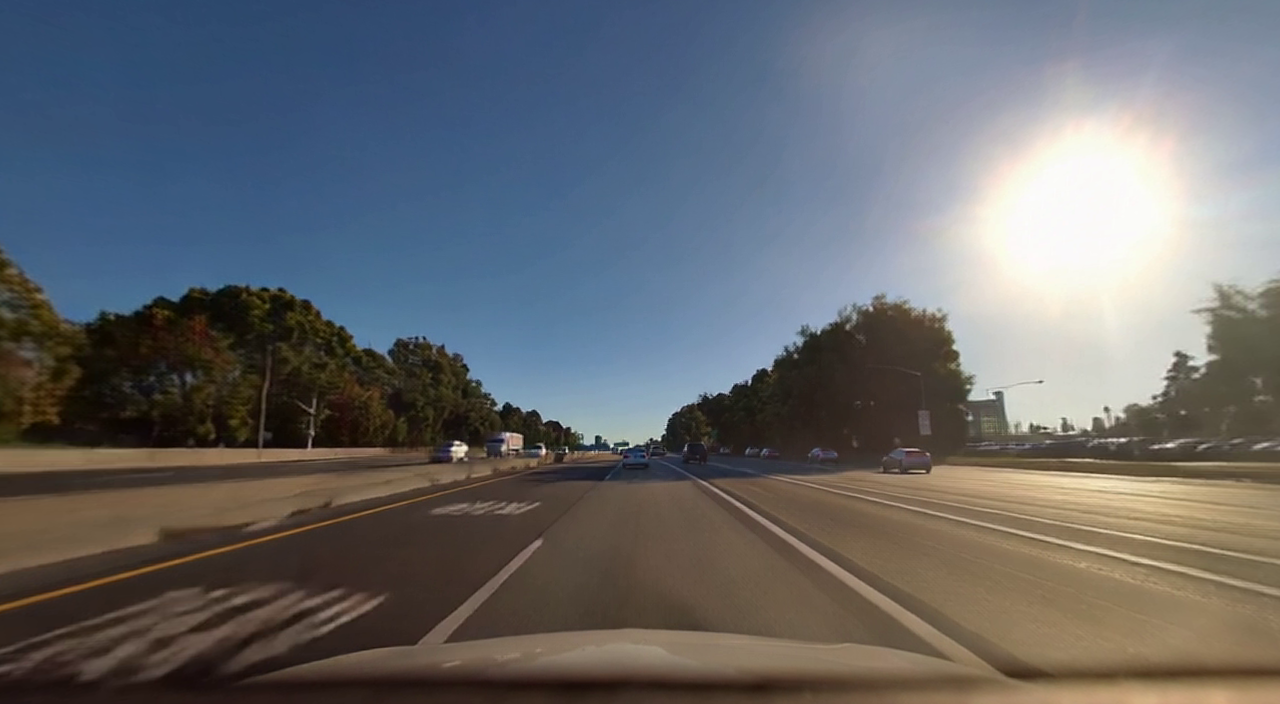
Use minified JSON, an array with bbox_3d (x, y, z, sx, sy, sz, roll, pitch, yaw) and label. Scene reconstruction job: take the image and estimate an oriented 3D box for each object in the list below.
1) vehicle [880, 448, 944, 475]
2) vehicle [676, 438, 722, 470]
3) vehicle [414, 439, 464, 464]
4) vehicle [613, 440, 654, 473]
[{"bbox_3d":[15.626,6.278,36.470,1.872,1.459,4.502,0,-8,2],"label":"vehicle"},{"bbox_3d":[3.880,6.856,42.630,2.505,2.020,5.532,0,-8,-1],"label":"vehicle"},{"bbox_3d":[-14.599,7.270,46.112,2.122,1.708,4.690,0,-8,0],"label":"vehicle"},{"bbox_3d":[-0.350,5.726,34.812,2.105,1.711,4.293,0,-8,0],"label":"vehicle"}]
